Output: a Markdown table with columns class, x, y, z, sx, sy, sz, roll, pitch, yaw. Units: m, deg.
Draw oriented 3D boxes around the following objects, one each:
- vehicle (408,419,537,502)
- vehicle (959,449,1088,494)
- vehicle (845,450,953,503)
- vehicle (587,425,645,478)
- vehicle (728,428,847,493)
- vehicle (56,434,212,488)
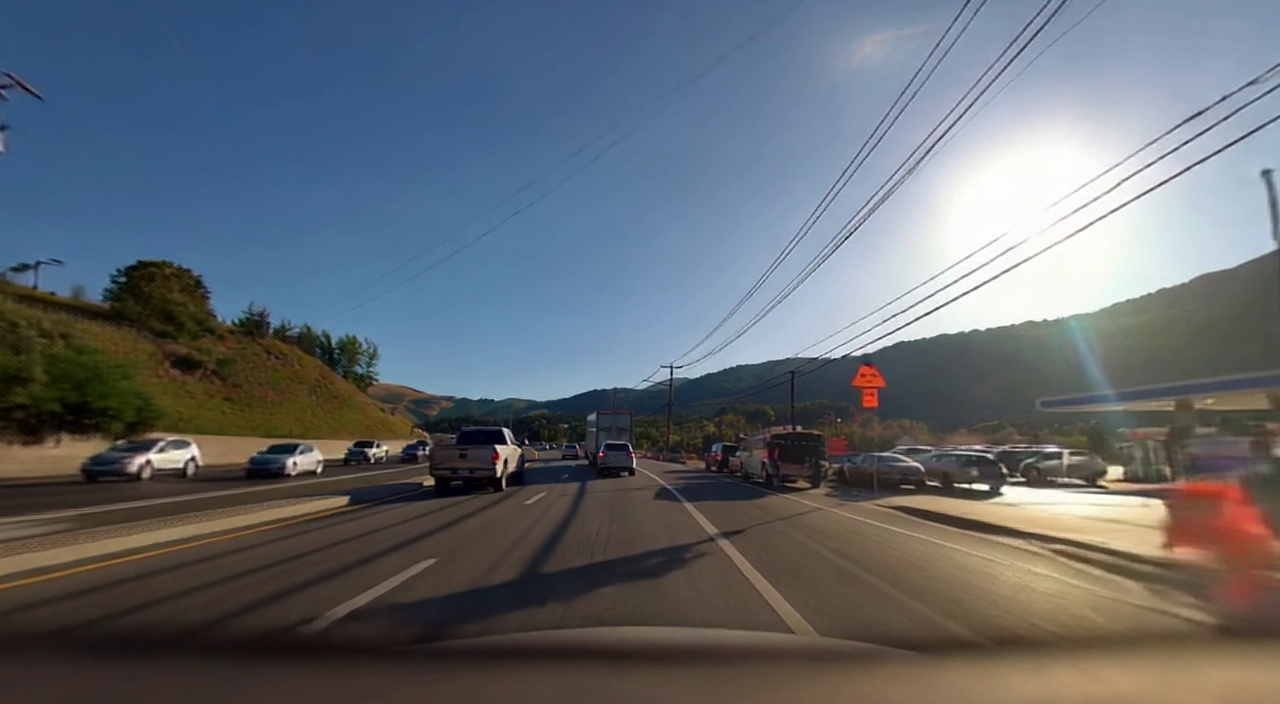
| class | x | y | z | sx | sy | sz | roll | pitch | yaw |
| --- | --- | --- | --- | --- | --- | --- | --- | --- | --- |
| vehicle | -4.574 | 3.074 | 18.355 | 2.345 | 2.012 | 5.693 | 0 | -9 | -2 |
| vehicle | 17.000 | 5.278 | 28.350 | 1.986 | 1.771 | 4.809 | 2 | -9 | -15 |
| vehicle | 8.995 | 4.327 | 22.376 | 1.933 | 1.480 | 4.249 | 2 | -7 | -2 |
| vehicle | -1.239 | 4.672 | 29.874 | 2.486 | 2.280 | 5.291 | 1 | -9 | -4 |
| vehicle | 5.528 | 4.201 | 24.952 | 2.706 | 2.199 | 6.527 | 0 | -9 | -4 |
| vehicle | -17.546 | 3.791 | 22.265 | 1.972 | 1.677 | 4.443 | 0 | -9 | -3 |
